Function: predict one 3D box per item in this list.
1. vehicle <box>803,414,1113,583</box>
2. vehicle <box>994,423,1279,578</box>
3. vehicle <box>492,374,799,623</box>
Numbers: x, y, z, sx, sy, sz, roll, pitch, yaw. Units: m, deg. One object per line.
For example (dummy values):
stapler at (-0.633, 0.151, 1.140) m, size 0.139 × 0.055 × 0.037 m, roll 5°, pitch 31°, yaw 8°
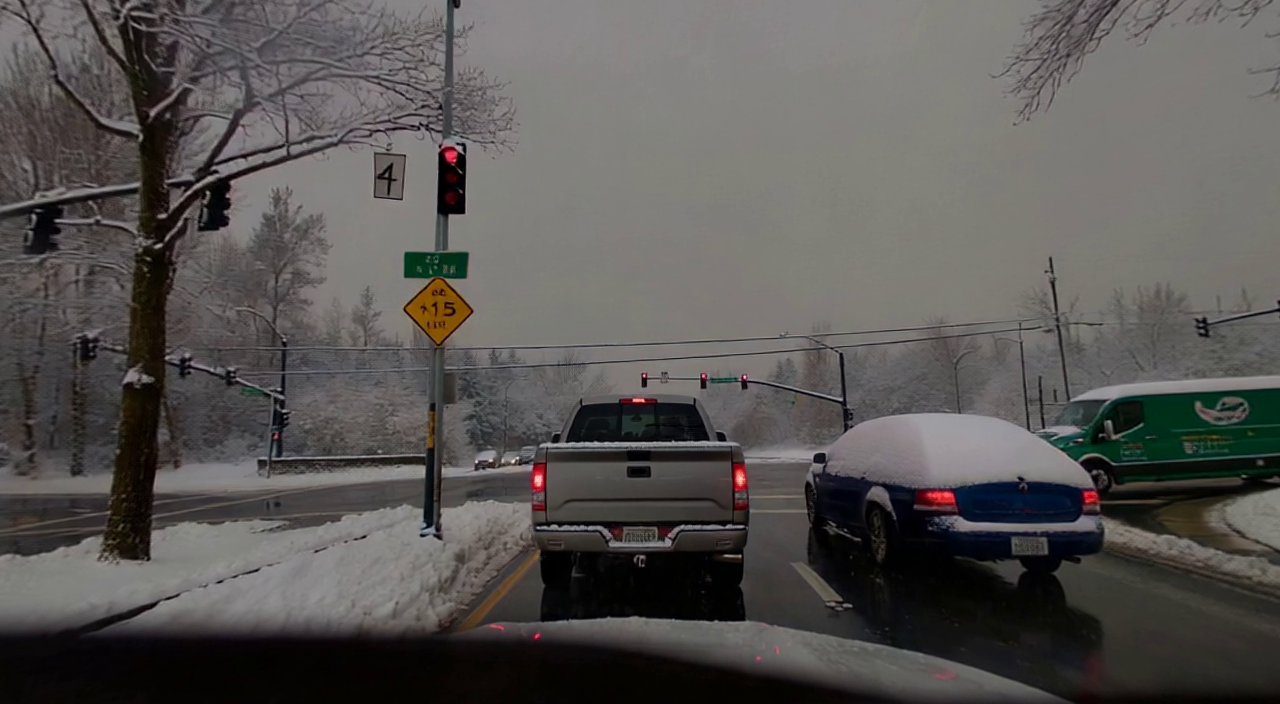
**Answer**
vehicle at (3.604, 1.717, 8.174) m, size 1.981 × 1.616 × 4.006 m, roll 0°, pitch -8°, yaw 1°
vehicle at (6.866, 1.740, 8.244) m, size 1.973 × 1.470 × 4.228 m, roll 0°, pitch -8°, yaw 0°
vehicle at (0.083, 1.474, 7.355) m, size 2.326 × 1.880 × 4.964 m, roll 0°, pitch -8°, yaw 1°
